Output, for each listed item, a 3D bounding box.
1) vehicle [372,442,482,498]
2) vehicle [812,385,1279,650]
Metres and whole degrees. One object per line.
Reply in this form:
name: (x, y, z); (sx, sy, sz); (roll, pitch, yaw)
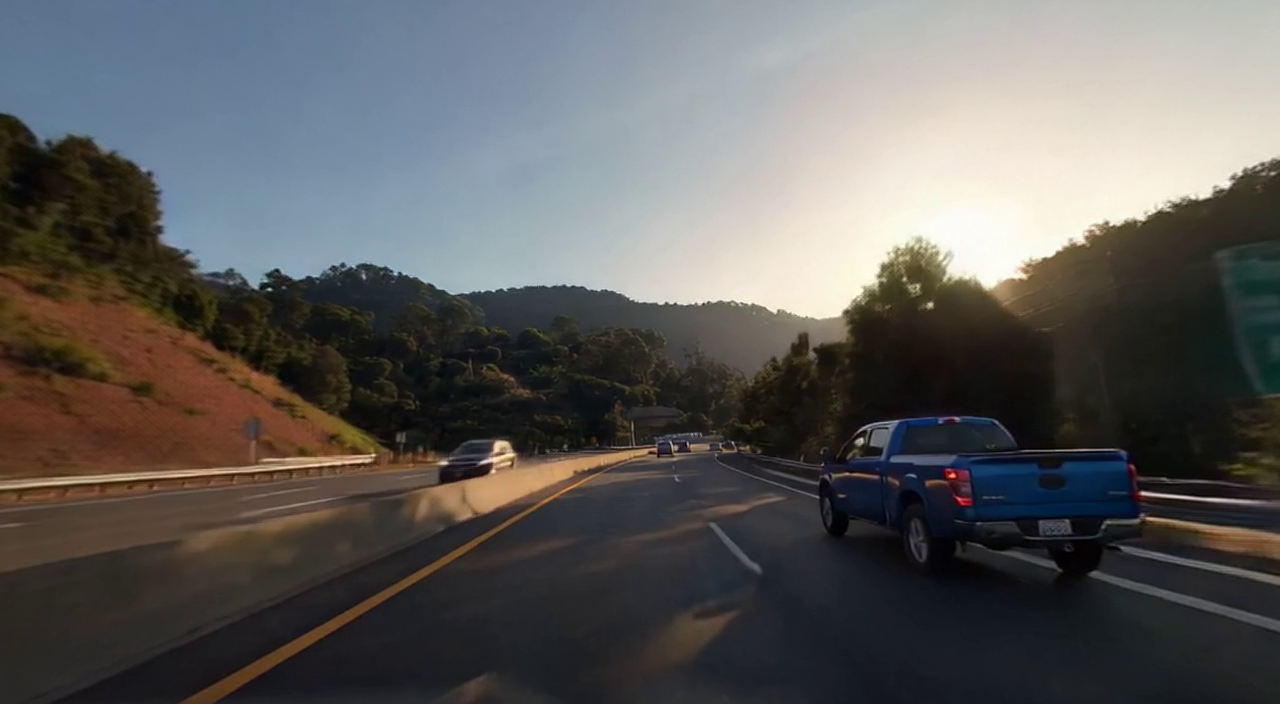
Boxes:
vehicle: (-7.659, 4.253, 23.331); (2.162, 1.816, 4.951); (-1, -9, 2)
vehicle: (3.545, 1.450, 6.620); (2.151, 1.744, 4.709); (0, -9, 0)
